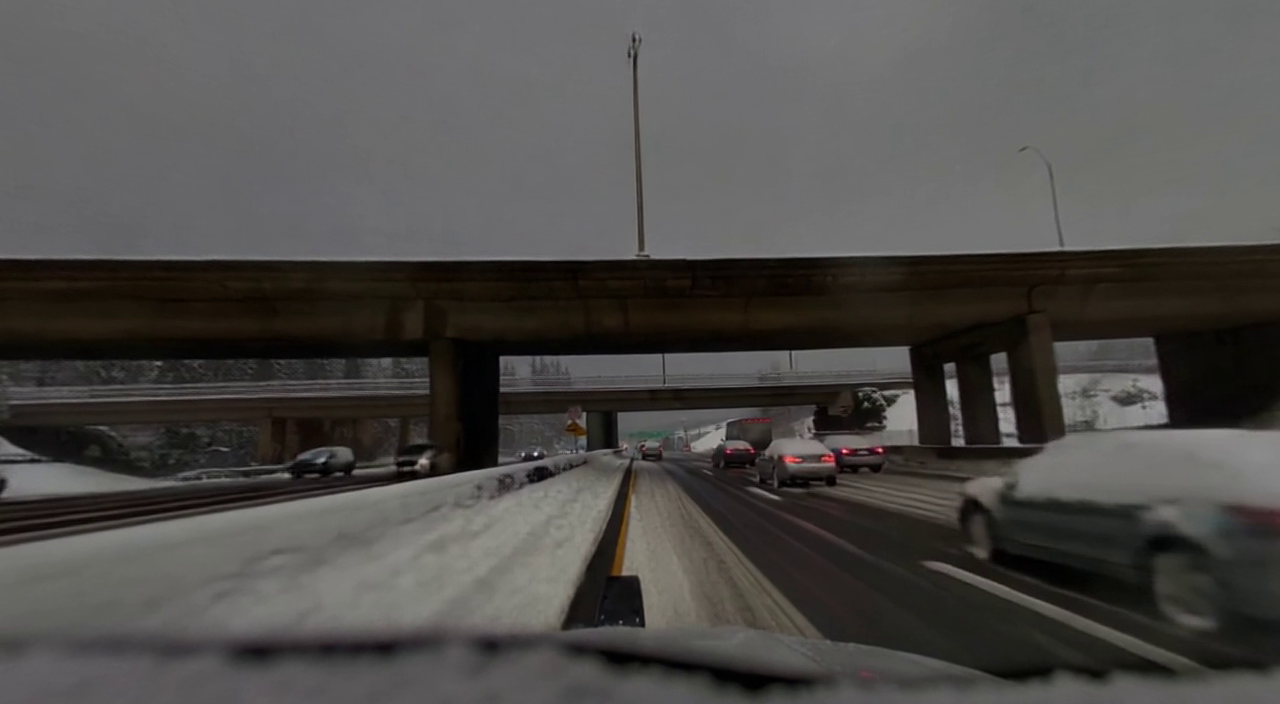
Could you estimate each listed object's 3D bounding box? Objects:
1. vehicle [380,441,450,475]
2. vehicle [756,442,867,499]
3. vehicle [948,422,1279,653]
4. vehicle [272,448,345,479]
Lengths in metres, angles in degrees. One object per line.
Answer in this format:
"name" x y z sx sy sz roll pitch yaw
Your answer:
"vehicle" -11.903 5.630 33.751 2.048 1.690 4.515 0 -8 1
"vehicle" 4.882 3.414 18.676 1.987 1.448 4.356 0 -8 -1
"vehicle" 5.129 1.465 5.866 1.959 1.483 5.135 0 -8 0
"vehicle" -19.667 6.603 37.738 1.910 1.711 4.436 0 -8 1
